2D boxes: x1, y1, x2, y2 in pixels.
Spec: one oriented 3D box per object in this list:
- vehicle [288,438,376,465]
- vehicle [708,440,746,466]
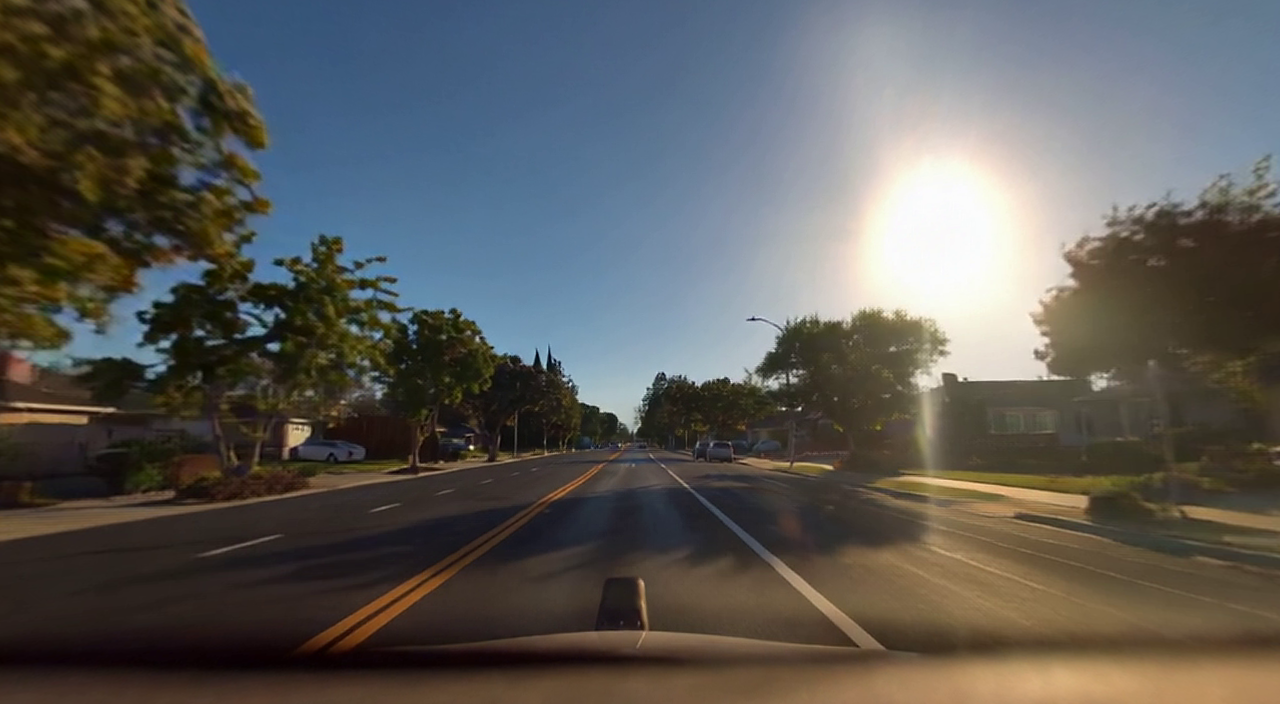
[{"bbox_3d":[-19.639,6.367,40.402,4.497,1.674,2.168,-1,-8,3],"label":"vehicle"},{"bbox_3d":[6.490,7.585,47.686,2.099,1.878,4.476,0,-8,-1],"label":"vehicle"}]
